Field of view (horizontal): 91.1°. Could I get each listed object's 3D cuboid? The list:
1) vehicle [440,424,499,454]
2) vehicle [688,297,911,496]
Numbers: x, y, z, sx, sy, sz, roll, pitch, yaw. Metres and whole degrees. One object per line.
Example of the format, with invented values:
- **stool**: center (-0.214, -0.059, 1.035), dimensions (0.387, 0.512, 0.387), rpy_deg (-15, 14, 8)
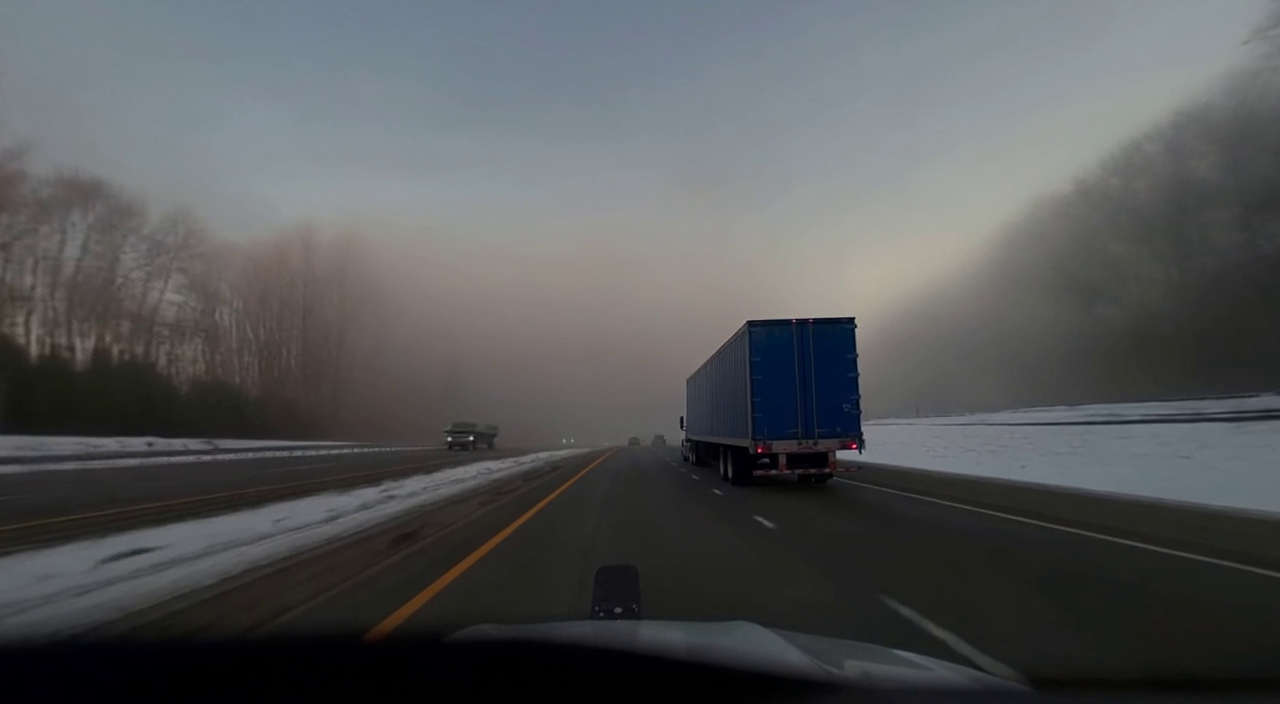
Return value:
- **vehicle**: center (-9.057, 4.691, 33.809), dimensions (1.918, 1.523, 4.278), rpy_deg (0, -8, 1)
- **vehicle**: center (4.038, 2.064, 22.006), dimensions (3.203, 4.273, 17.131), rpy_deg (0, -8, 0)
